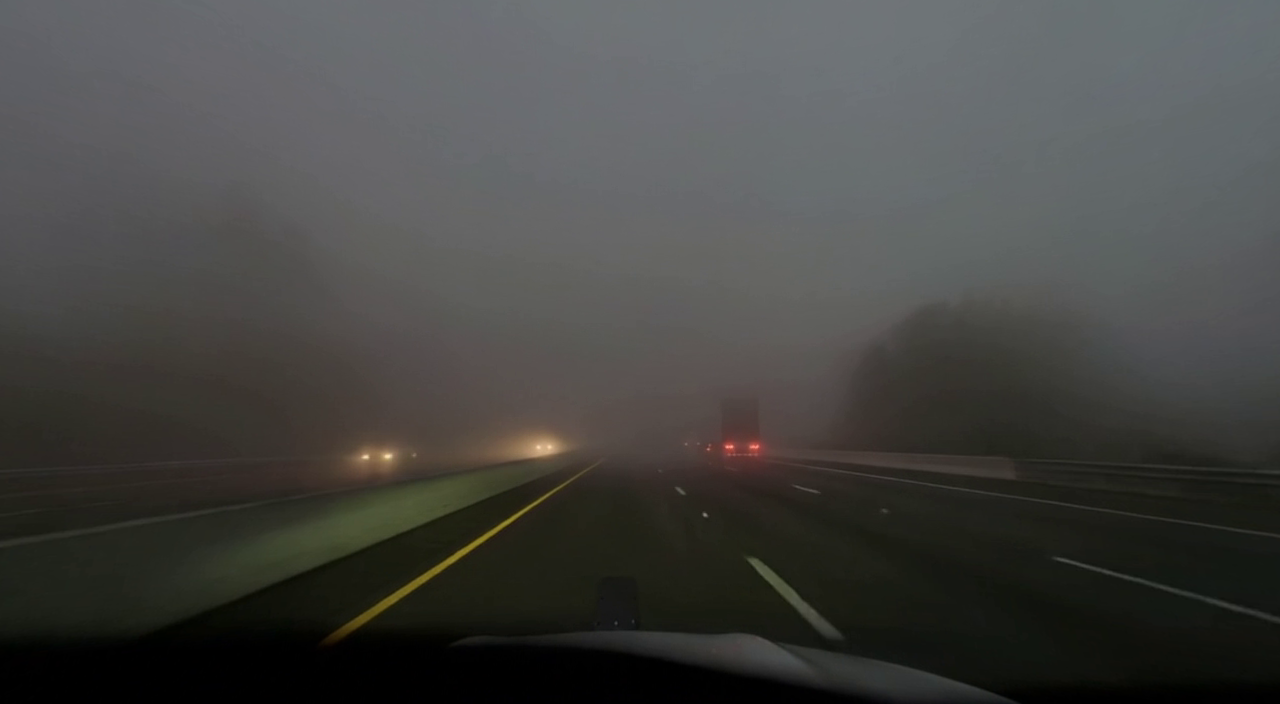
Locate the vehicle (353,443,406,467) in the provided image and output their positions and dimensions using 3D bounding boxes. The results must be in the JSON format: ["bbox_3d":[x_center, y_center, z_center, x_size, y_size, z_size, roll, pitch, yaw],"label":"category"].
[{"bbox_3d":[-16.054,6.361,38.970,1.742,1.396,3.714,0,-8,0],"label":"vehicle"}]
